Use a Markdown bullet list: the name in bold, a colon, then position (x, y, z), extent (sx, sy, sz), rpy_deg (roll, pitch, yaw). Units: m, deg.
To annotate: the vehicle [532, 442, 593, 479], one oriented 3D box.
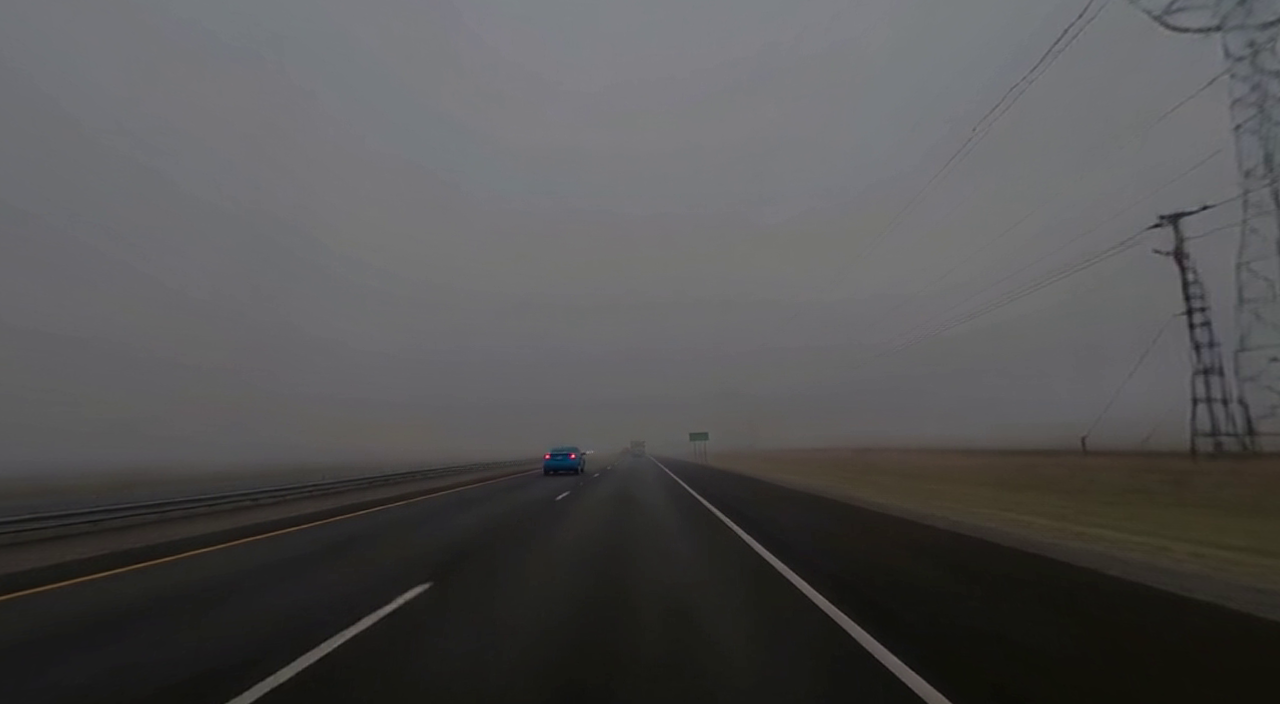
- **vehicle**: position (-3.450, 4.951, 28.915), extent (2.106, 1.543, 4.465), rpy_deg (0, -9, 1)
